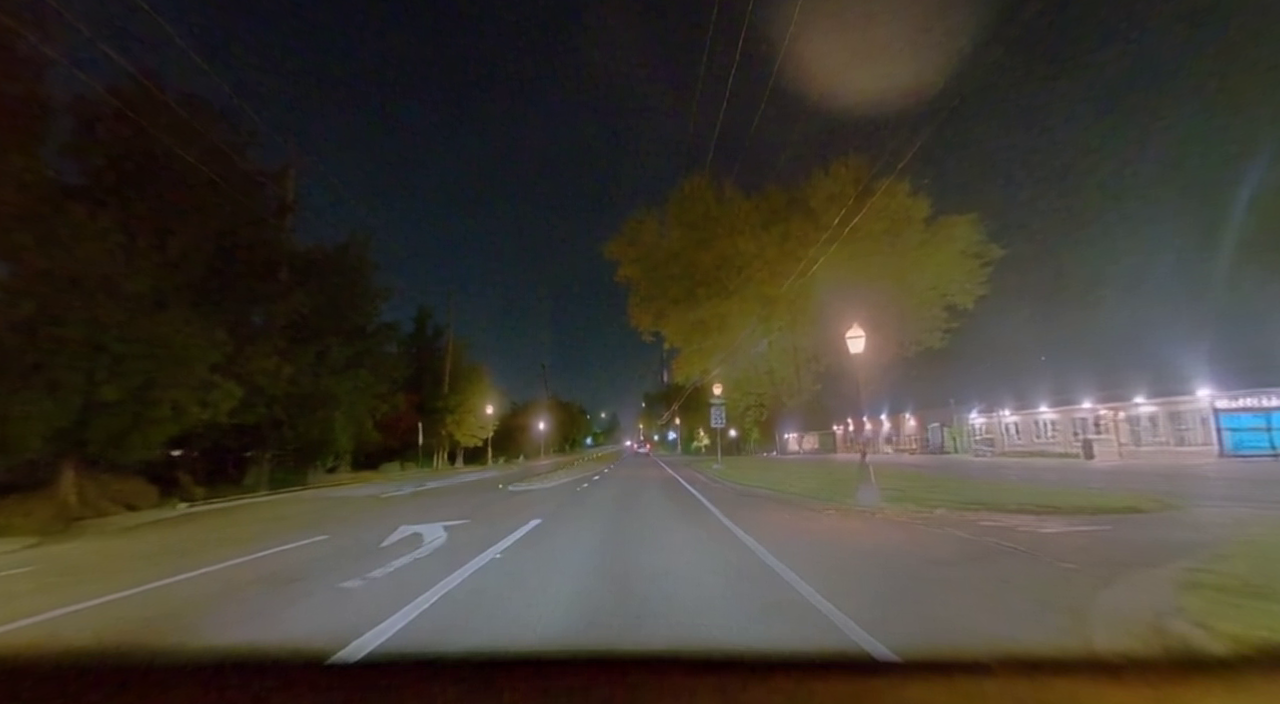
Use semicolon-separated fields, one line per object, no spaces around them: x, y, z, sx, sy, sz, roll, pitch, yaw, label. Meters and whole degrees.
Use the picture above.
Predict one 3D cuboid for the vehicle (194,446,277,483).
-17.489;4.843;27.541;2.061;1.475;4.357;3;-9;-20;vehicle
